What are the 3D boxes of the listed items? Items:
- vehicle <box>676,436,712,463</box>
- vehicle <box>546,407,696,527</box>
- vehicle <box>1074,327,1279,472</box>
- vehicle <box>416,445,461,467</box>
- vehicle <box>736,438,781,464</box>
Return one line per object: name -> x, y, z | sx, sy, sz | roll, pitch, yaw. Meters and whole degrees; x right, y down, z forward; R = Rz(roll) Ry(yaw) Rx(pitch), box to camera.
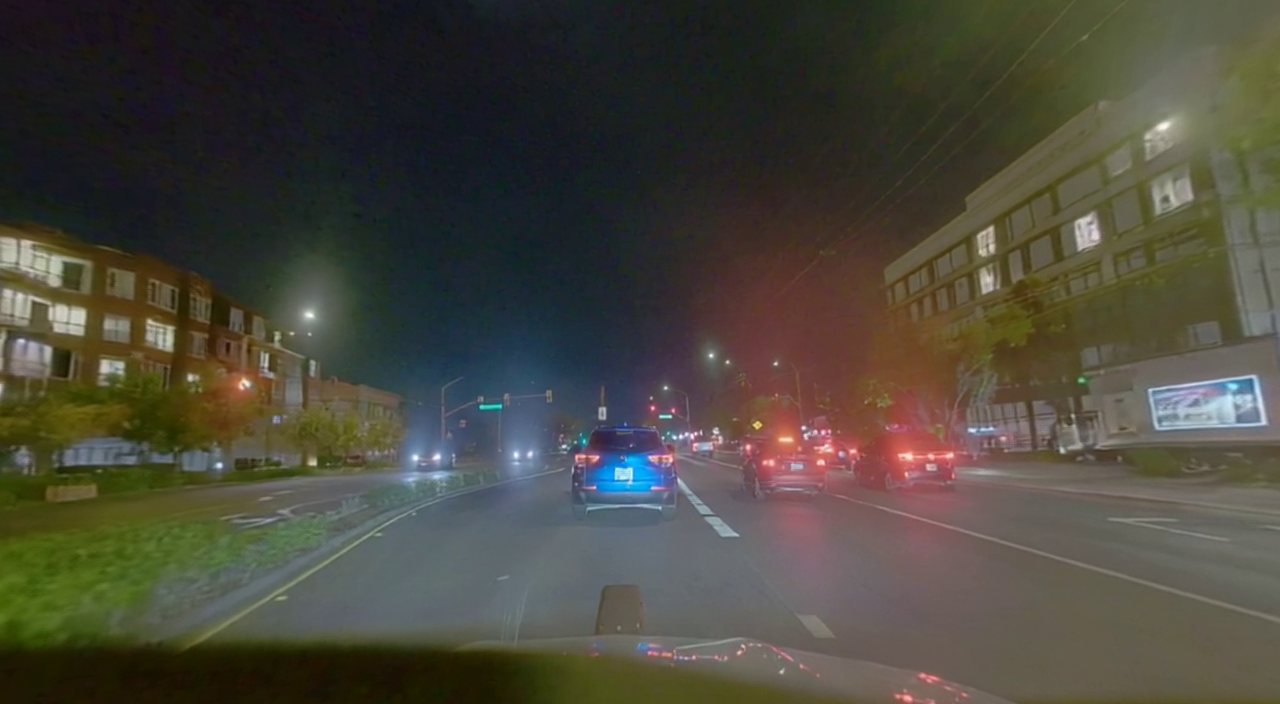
vehicle -> 3.303, 6.101, 39.647 | 1.929, 1.590, 4.287 | 0, -9, 1
vehicle -> -0.295, 2.080, 11.845 | 2.277, 1.816, 4.192 | 0, -9, 0
vehicle -> 18.591, 1.816, 20.270 | 3.269, 3.755, 8.862 | 0, -9, 3
vehicle -> -15.643, 8.100, 49.325 | 1.834, 1.622, 4.569 | 0, -9, 2
vehicle -> 6.798, 5.738, 36.662 | 1.777, 1.443, 3.942 | 0, -9, -1
